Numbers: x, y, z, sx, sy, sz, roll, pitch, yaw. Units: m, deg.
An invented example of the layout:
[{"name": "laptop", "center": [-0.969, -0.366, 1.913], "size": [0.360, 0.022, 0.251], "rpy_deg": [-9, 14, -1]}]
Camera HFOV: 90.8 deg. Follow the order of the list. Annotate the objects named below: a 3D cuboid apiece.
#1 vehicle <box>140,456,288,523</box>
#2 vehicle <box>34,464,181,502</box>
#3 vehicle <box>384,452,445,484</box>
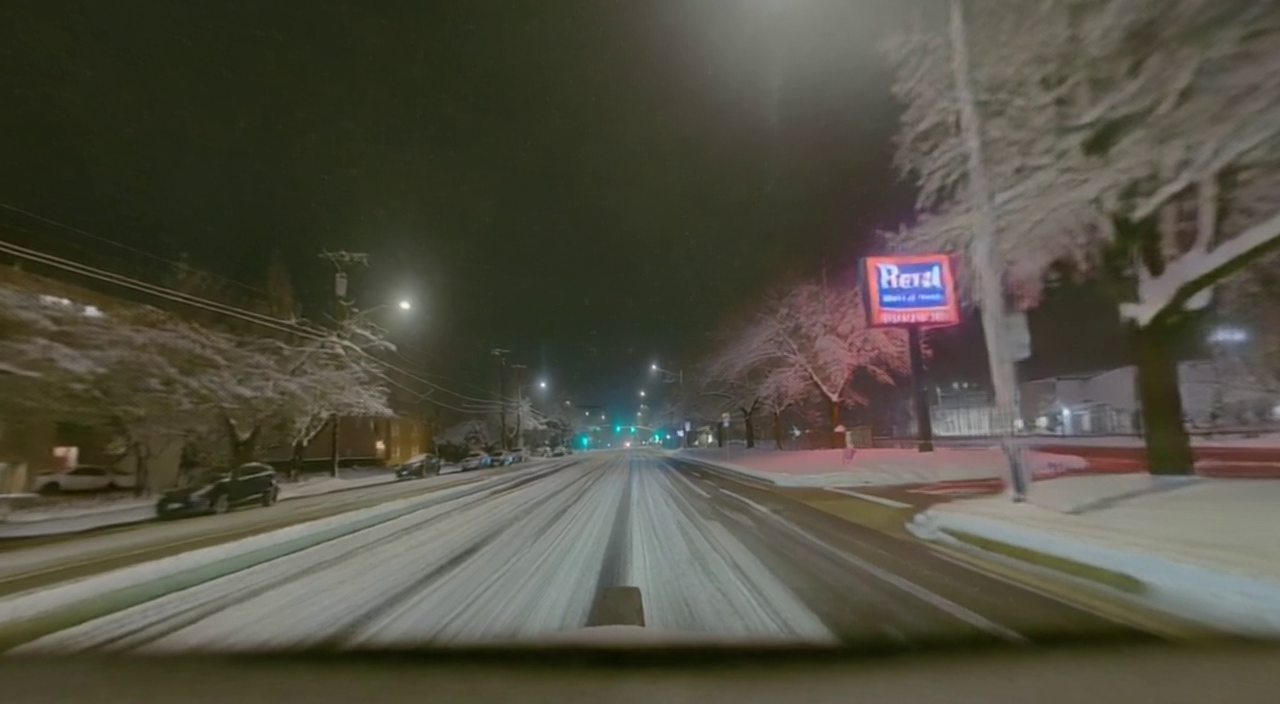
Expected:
[{"name": "vehicle", "center": [-12.658, 4.048, 19.092], "size": [1.953, 1.558, 3.839], "rpy_deg": [-6, -8, -2]}, {"name": "vehicle", "center": [-23.515, 5.790, 28.018], "size": [4.718, 1.500, 1.943], "rpy_deg": [0, -8, 0]}, {"name": "vehicle", "center": [-12.809, 6.545, 36.078], "size": [1.986, 1.488, 4.330], "rpy_deg": [-4, -8, -2]}]
